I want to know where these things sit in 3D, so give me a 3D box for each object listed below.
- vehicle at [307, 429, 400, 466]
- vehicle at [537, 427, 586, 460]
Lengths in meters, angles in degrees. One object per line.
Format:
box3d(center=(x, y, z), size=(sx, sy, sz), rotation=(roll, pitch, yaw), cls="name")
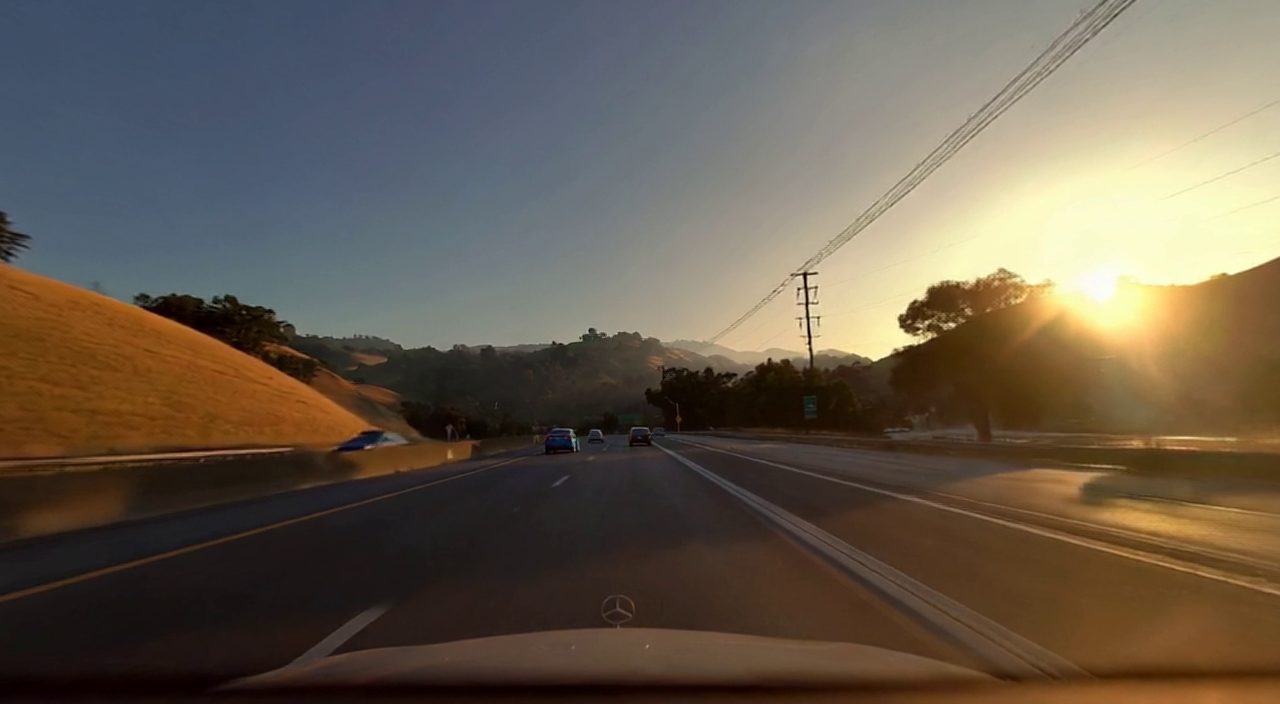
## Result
box3d(center=(-12.638, 4.232, 28.112), size=(2.096, 1.515, 4.436), rotation=(0, -8, 0), cls="vehicle")
box3d(center=(-4.007, 4.723, 32.722), size=(2.023, 1.580, 4.259), rotation=(0, -8, -1), cls="vehicle")
